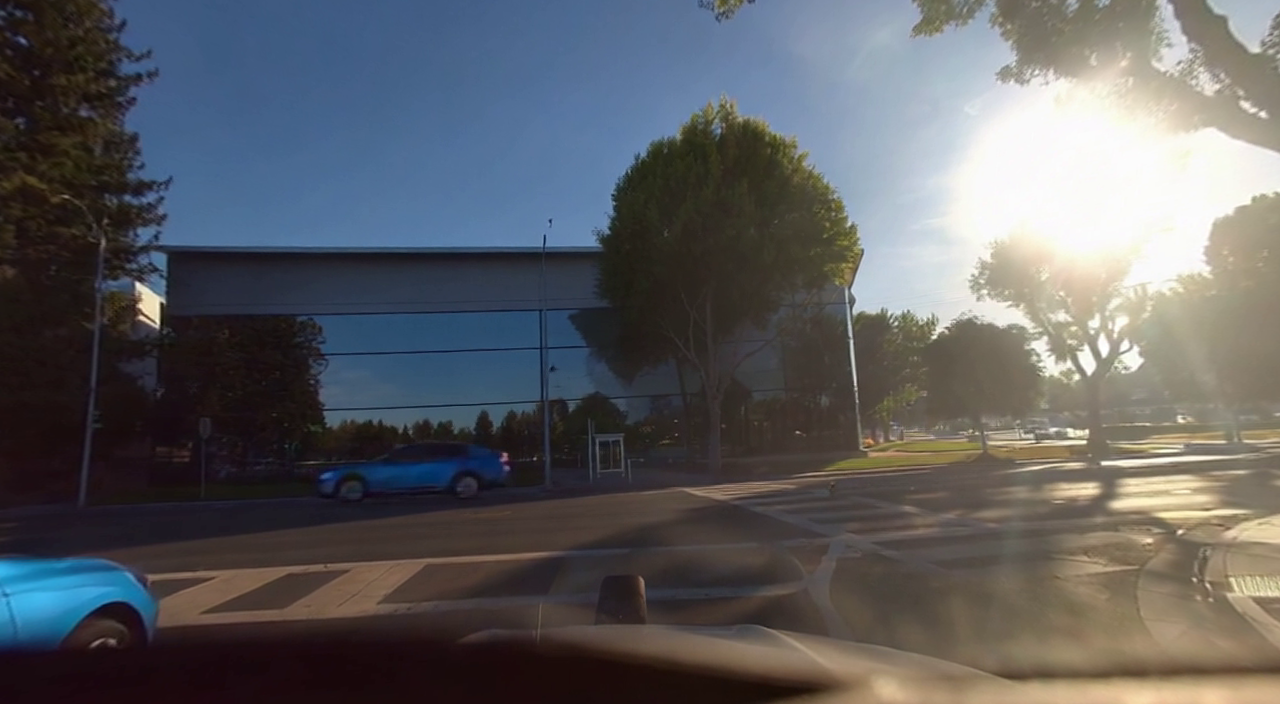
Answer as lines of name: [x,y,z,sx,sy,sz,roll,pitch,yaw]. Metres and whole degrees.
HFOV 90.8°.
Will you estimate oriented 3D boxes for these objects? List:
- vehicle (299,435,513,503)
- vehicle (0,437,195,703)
vehicle: [-5.708,2.915,16.072,4.788,1.548,1.965,1,-9,-11]
vehicle: [-3.348,0.884,1.312,2.069,1.413,5.006,1,-8,-12]
